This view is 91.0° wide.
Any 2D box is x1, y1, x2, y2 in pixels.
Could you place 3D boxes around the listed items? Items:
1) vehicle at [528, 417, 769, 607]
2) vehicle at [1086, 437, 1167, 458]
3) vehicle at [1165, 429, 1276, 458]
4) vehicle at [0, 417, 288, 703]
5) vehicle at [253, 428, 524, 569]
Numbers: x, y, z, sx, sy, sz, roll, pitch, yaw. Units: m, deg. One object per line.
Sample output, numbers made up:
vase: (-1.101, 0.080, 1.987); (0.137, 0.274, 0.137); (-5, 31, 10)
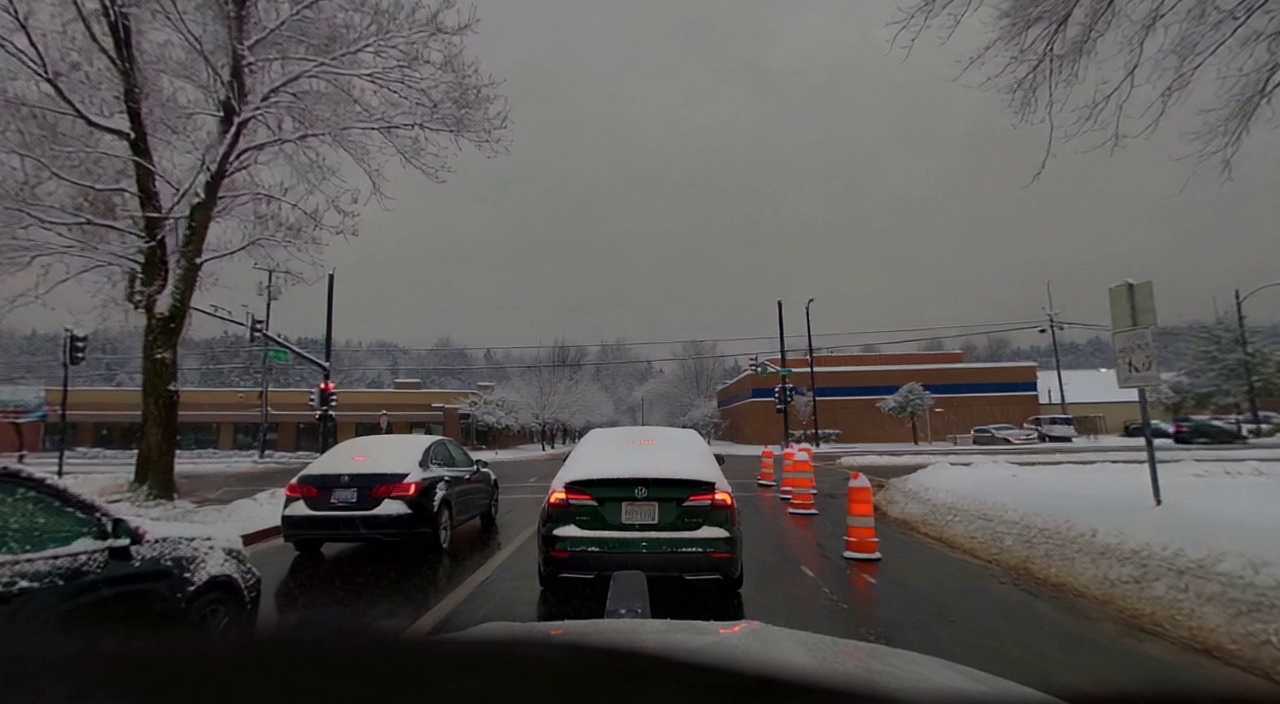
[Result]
vehicle: (0.116, 1.627, 7.207); (2.021, 1.560, 3.676); (0, -9, 1)
vehicle: (36.438, 7.170, 47.196); (4.581, 1.480, 1.752); (1, -9, 0)
vehicle: (37.529, 5.914, 40.816); (5.043, 1.759, 2.085); (0, -9, 1)
vehicle: (-3.593, 0.947, 2.144); (1.964, 1.497, 4.722); (0, -9, 1)
vehicle: (-3.268, 1.998, 9.439); (1.989, 1.541, 4.626); (0, -9, 2)
